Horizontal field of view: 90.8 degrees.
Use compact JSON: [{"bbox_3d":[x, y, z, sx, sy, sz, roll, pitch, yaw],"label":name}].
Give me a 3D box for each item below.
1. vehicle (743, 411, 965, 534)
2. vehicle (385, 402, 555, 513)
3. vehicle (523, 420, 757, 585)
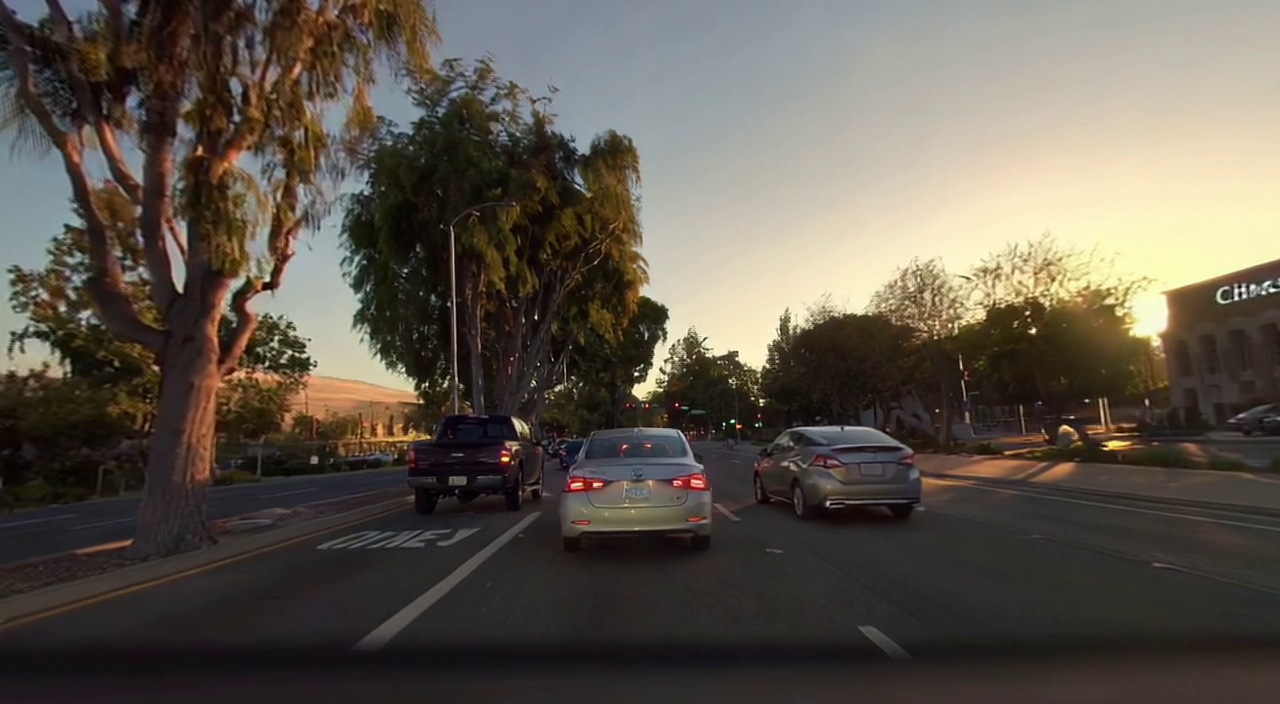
[{"bbox_3d":[3.331,2.000,11.097,2.092,1.658,4.814,0,-8,-1],"label":"vehicle"},{"bbox_3d":[-3.453,2.319,14.259,2.301,1.985,5.531,0,-8,0],"label":"vehicle"},{"bbox_3d":[-0.066,1.665,7.804,2.126,1.475,3.967,0,-8,-2],"label":"vehicle"}]
